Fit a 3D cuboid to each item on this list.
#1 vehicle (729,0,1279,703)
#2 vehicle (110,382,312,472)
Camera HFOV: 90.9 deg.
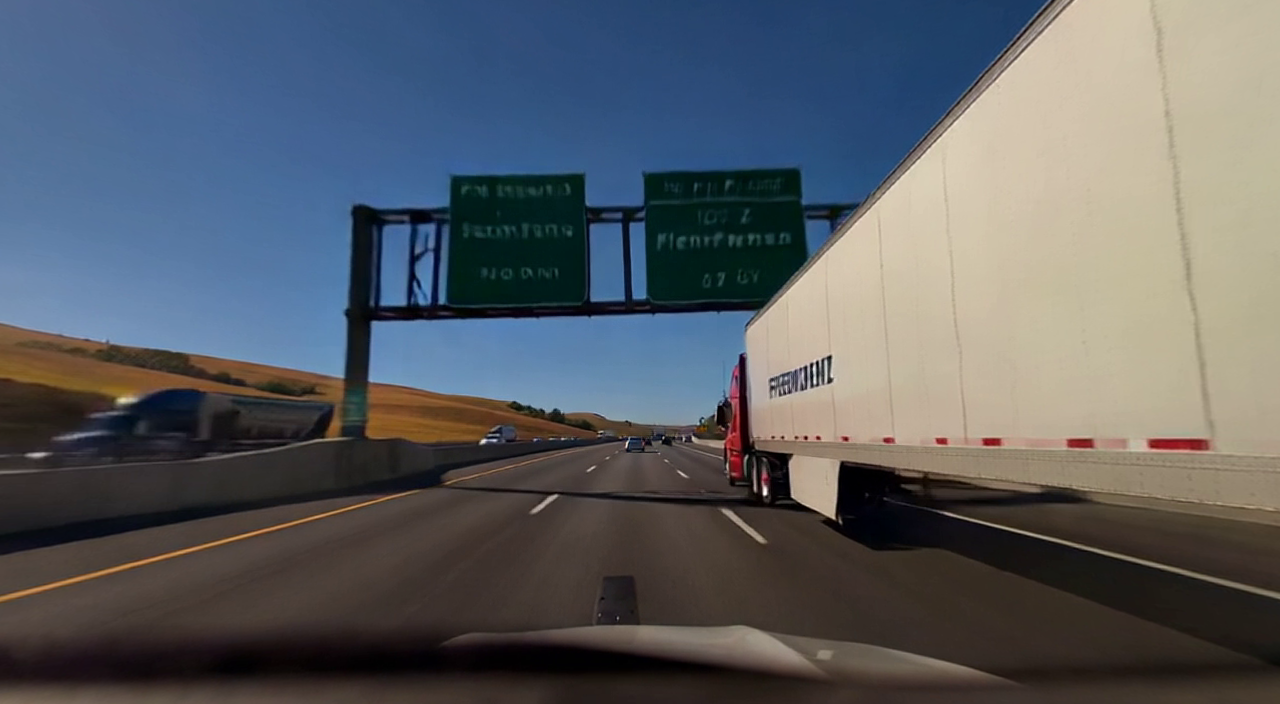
[{"bbox_3d":[3.515,0.005,5.635,2.976,4.077,14.571,0,-8,-1],"label":"vehicle"},{"bbox_3d":[-22.263,4.122,34.062,2.957,4.062,11.203,0,-8,1],"label":"vehicle"}]
